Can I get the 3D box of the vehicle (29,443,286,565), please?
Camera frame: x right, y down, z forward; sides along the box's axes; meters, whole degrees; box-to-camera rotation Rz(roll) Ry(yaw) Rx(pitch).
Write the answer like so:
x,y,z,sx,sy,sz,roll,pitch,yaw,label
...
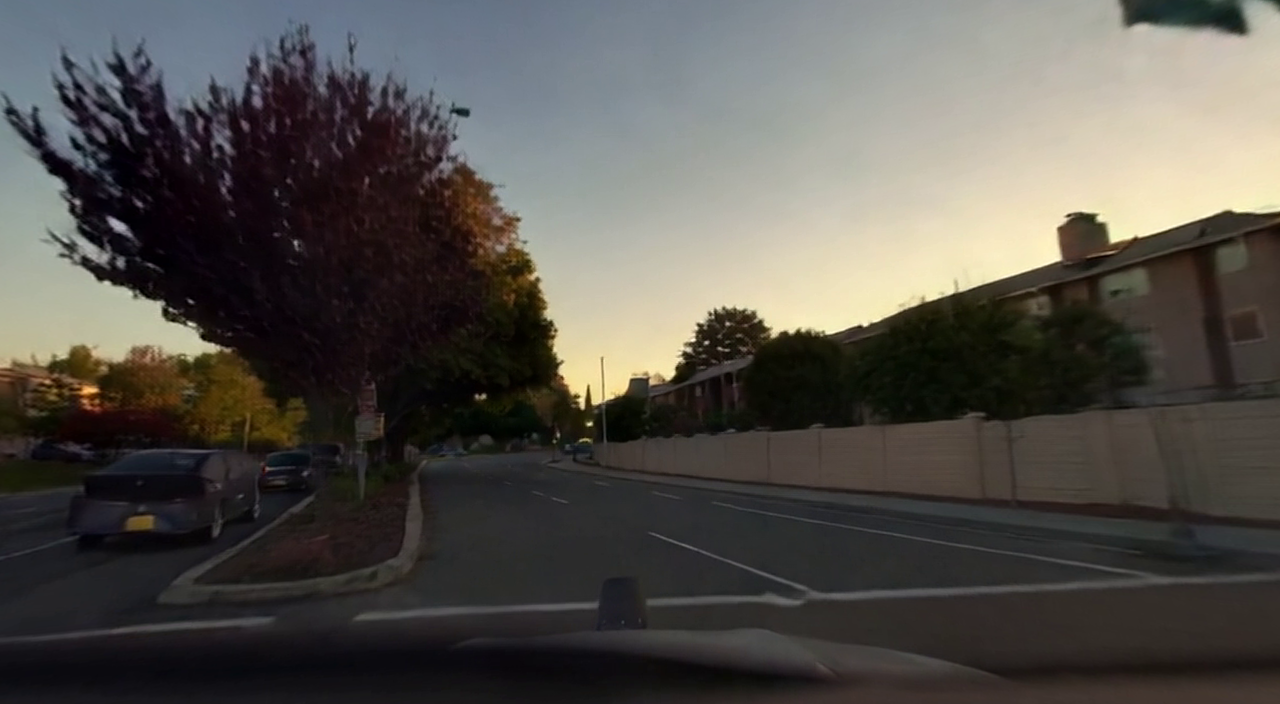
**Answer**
x,y,z,sx,sy,sz,roll,pitch,yaw,label
-7.461,2.267,10.400,1.912,1.464,4.652,3,-8,-19,vehicle
